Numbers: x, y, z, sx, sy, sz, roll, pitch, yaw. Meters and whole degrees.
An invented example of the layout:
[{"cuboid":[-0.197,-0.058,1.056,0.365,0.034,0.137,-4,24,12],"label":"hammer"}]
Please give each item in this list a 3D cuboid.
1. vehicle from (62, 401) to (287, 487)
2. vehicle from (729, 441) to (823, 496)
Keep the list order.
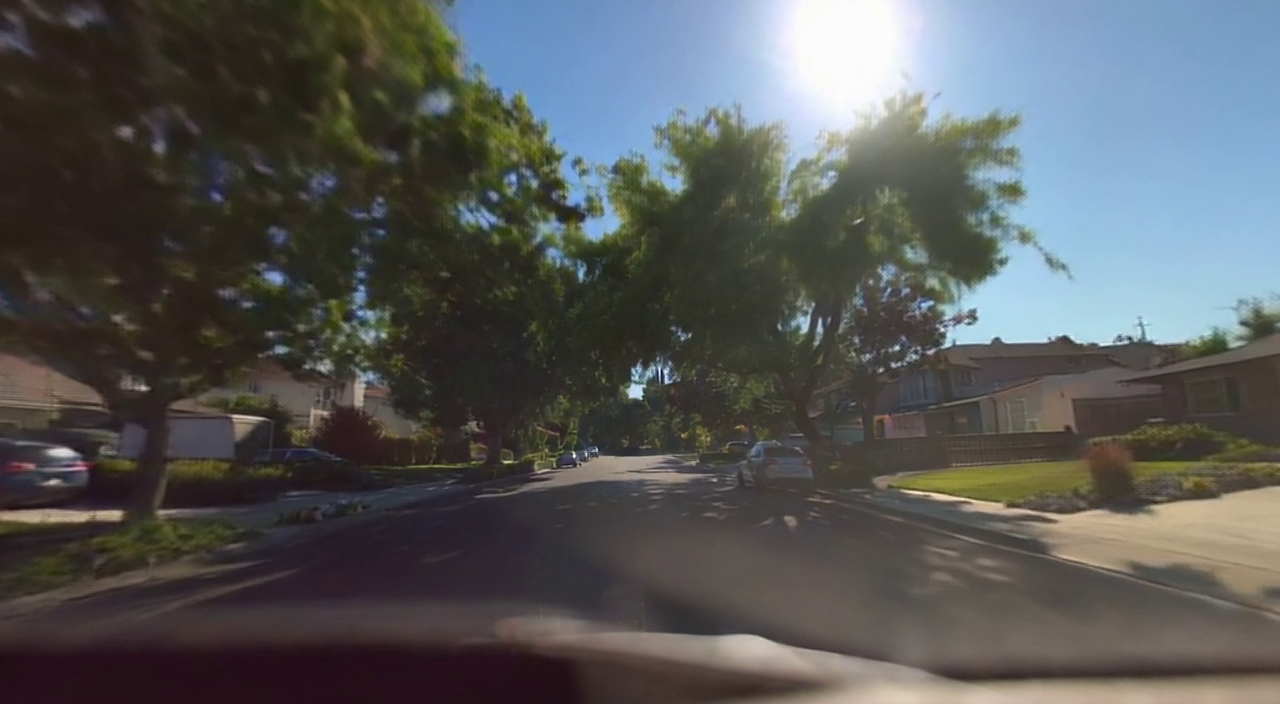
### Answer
[{"cuboid":[-16.524,3.321,22.563,6.381,2.645,2.703,-3,-9,10],"label":"vehicle"},{"cuboid":[4.075,3.547,19.576,2.011,1.521,4.292,0,-9,1],"label":"vehicle"}]
